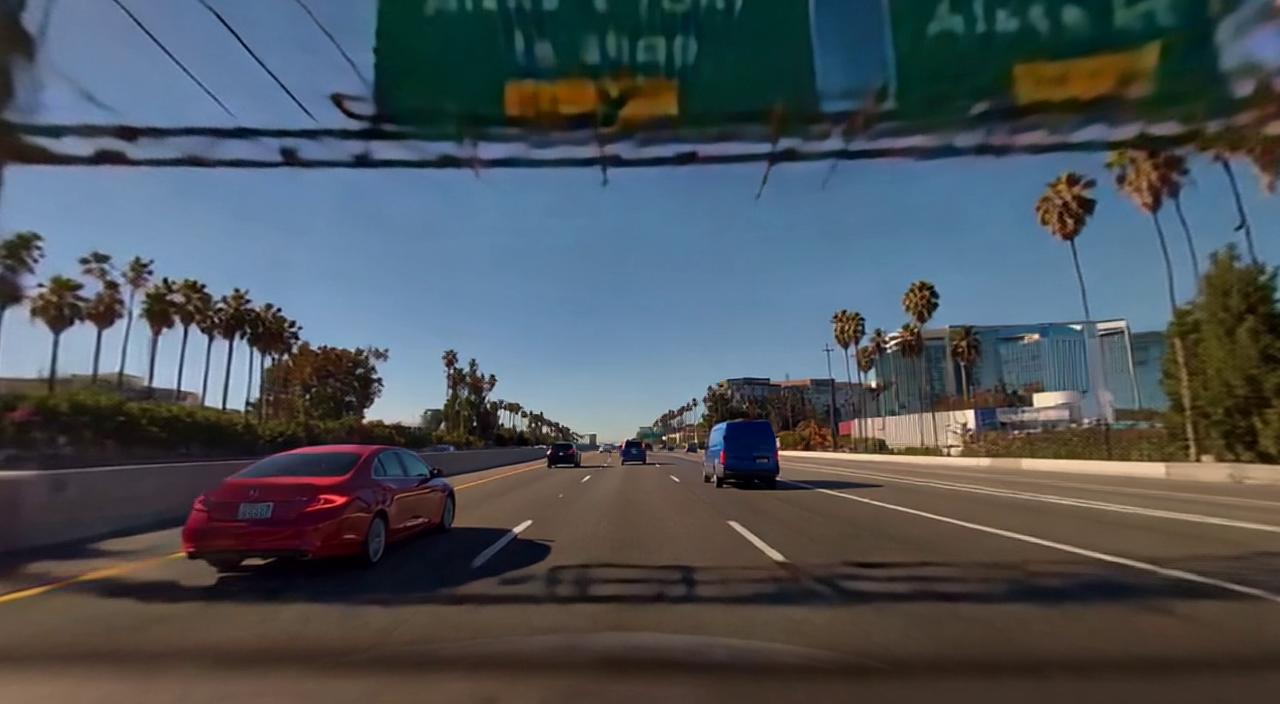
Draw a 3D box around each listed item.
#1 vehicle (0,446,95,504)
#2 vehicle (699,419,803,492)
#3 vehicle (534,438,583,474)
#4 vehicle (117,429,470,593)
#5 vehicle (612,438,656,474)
[{"bbox_3d":[-21.212,4.033,20.950,2.054,1.809,4.665,0,-9,-1],"label":"vehicle"},{"bbox_3d":[3.450,3.409,21.047,2.250,2.074,5.723,0,-9,-2],"label":"vehicle"},{"bbox_3d":[-4.418,5.715,34.863,2.109,1.793,4.613,0,-9,0],"label":"vehicle"},{"bbox_3d":[-3.729,1.777,7.964,1.991,1.469,4.381,0,-9,0],"label":"vehicle"},{"bbox_3d":[-0.317,5.495,33.610,2.212,1.786,4.198,0,-9,-1],"label":"vehicle"}]
